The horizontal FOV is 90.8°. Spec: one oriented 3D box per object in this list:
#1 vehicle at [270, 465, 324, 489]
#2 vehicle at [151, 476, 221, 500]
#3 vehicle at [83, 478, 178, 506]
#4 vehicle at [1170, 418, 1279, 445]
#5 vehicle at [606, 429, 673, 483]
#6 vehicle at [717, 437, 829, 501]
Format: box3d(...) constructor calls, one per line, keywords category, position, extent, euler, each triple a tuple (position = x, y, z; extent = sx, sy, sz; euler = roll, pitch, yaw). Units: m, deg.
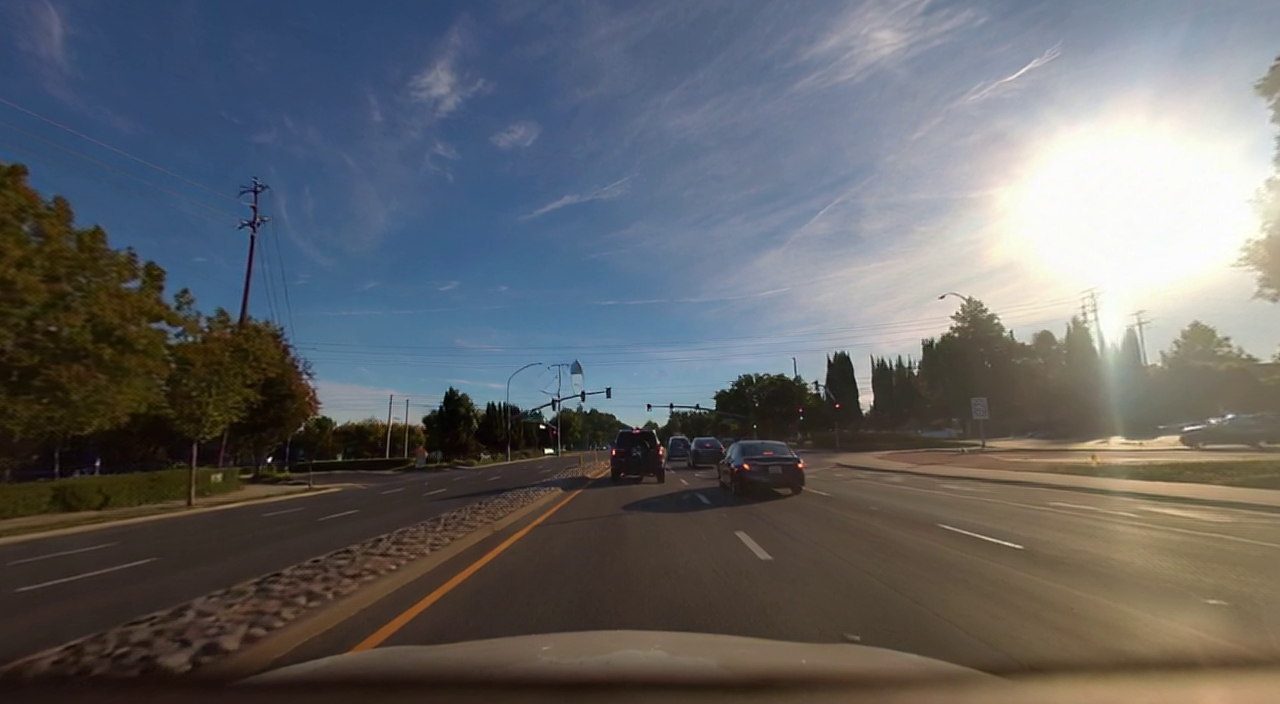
box3d(category="vehicle", position=(-26.007, 9.485, 47.837), extent=(3.826, 1.522, 1.741), euler=(-8, -11, 28))
box3d(category="vehicle", position=(-33.198, 9.949, 46.249), extent=(3.637, 1.483, 2.007), euler=(-1, -6, 1))
box3d(category="vehicle", position=(-32.643, 8.962, 40.564), extent=(4.224, 1.614, 2.123), euler=(0, -9, -2))
box3d(category="vehicle", position=(44.583, 6.017, 47.334), extent=(7.088, 1.918, 2.678), euler=(-6, -10, 36))
box3d(category="vehicle", position=(-0.029, 3.914, 23.904), extent=(2.300, 1.821, 4.254), euler=(0, -9, -1))
box3d(category="vehicle", position=(3.379, 3.061, 16.993), extent=(1.984, 1.462, 4.513), euler=(0, -9, -1))
